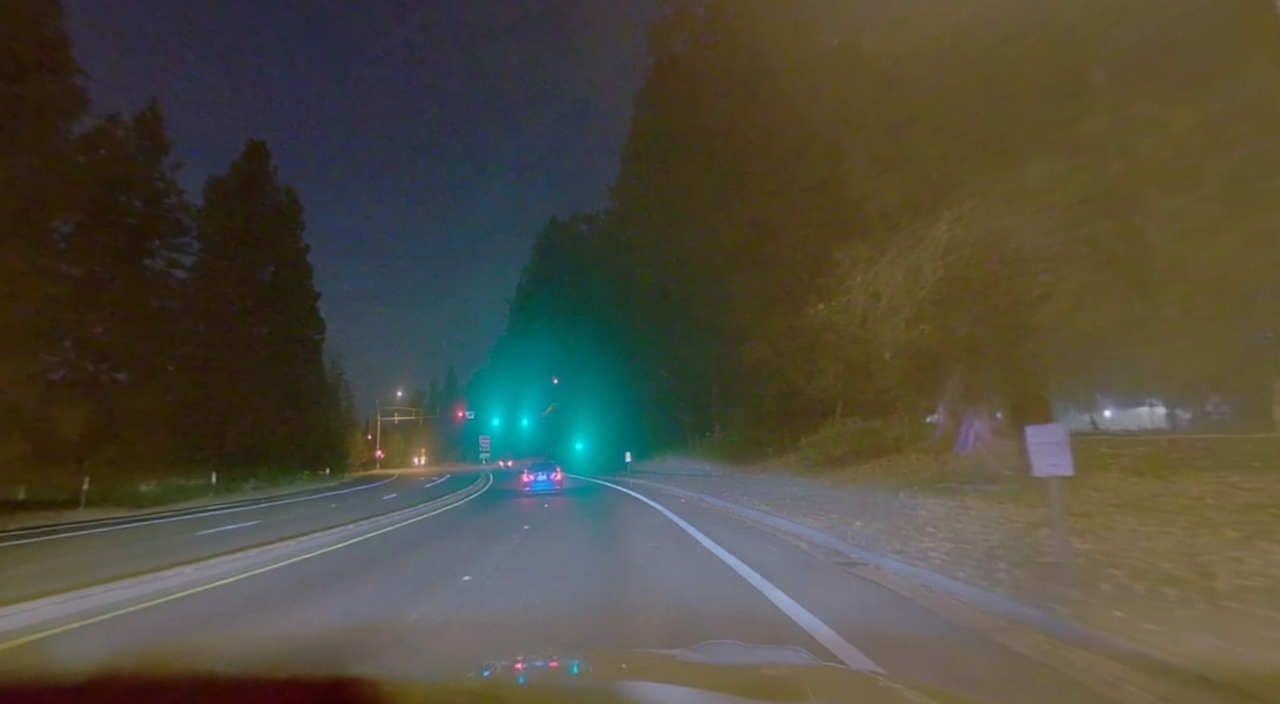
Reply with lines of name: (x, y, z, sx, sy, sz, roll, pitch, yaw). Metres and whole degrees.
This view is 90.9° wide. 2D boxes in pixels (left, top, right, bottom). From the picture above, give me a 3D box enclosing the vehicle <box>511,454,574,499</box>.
vehicle: (-3.802, 4.714, 24.252, 2.148, 1.521, 4.089, 2, -9, -10)
